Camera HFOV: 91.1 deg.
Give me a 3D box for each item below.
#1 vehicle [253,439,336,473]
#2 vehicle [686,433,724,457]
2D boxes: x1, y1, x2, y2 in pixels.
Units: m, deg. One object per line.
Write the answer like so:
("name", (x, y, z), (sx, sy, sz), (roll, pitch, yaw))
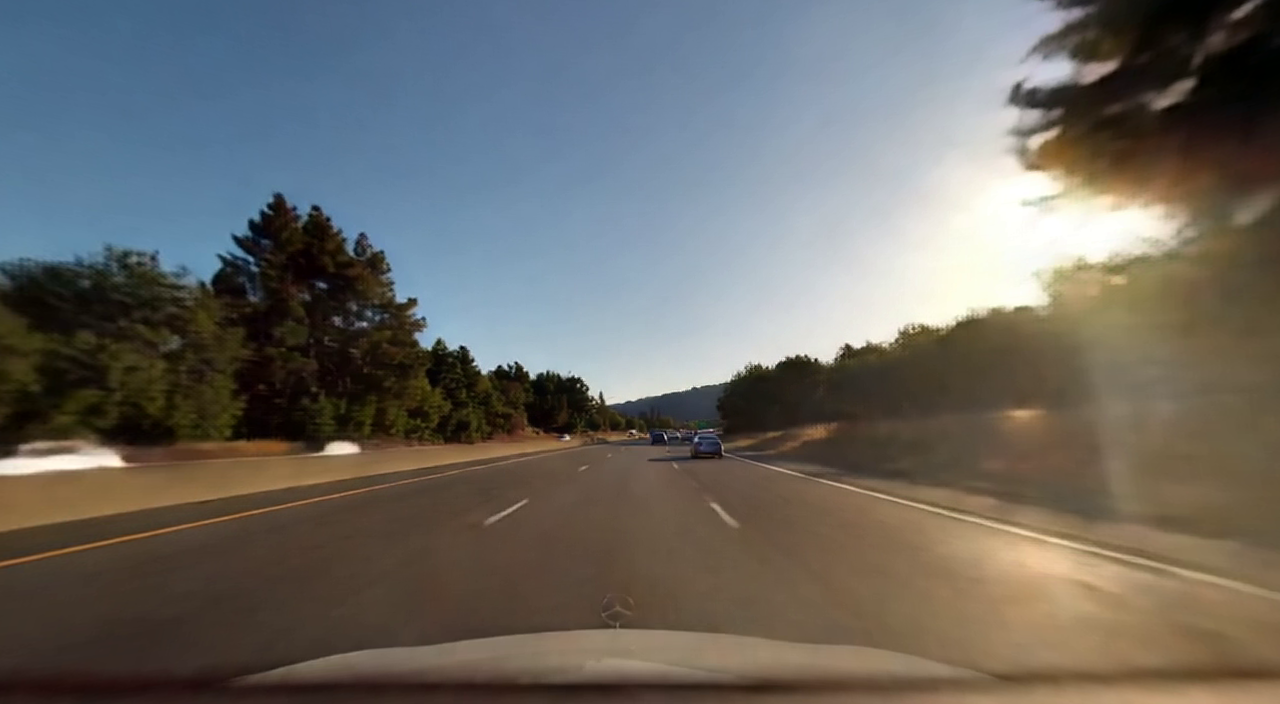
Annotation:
("vehicle", (-16.305, 4.875, 29.889), (1.772, 1.478, 3.750), (0, -8, 0))
("vehicle", (4.126, 5.985, 40.572), (1.982, 1.452, 4.294), (0, -8, 0))
